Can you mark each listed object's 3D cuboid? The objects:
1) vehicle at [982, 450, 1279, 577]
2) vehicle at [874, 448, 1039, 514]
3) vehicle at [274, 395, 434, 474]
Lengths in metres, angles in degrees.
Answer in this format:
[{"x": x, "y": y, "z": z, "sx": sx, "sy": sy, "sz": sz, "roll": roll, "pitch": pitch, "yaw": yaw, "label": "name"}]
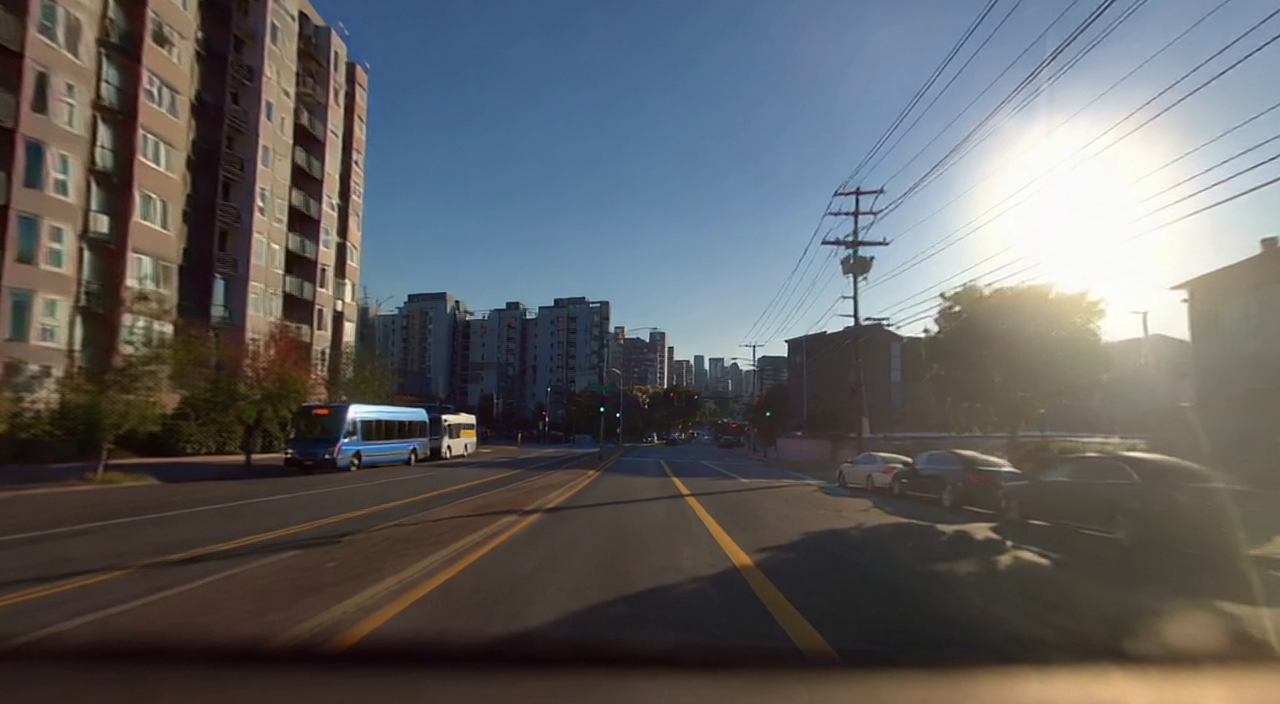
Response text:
[{"x": 7.991, "y": 2.459, "z": 10.548, "sx": 1.997, "sy": 1.517, "sz": 4.755, "roll": 1, "pitch": -8, "yaw": 1, "label": "vehicle"}, {"x": 8.119, "y": 3.312, "z": 16.844, "sx": 1.996, "sy": 1.473, "sz": 4.740, "roll": 0, "pitch": -8, "yaw": 1, "label": "vehicle"}, {"x": -13.797, "y": 4.221, "z": 31.917, "sx": 3.060, "sy": 3.307, "sz": 9.997, "roll": 0, "pitch": -8, "yaw": 2, "label": "vehicle"}]
